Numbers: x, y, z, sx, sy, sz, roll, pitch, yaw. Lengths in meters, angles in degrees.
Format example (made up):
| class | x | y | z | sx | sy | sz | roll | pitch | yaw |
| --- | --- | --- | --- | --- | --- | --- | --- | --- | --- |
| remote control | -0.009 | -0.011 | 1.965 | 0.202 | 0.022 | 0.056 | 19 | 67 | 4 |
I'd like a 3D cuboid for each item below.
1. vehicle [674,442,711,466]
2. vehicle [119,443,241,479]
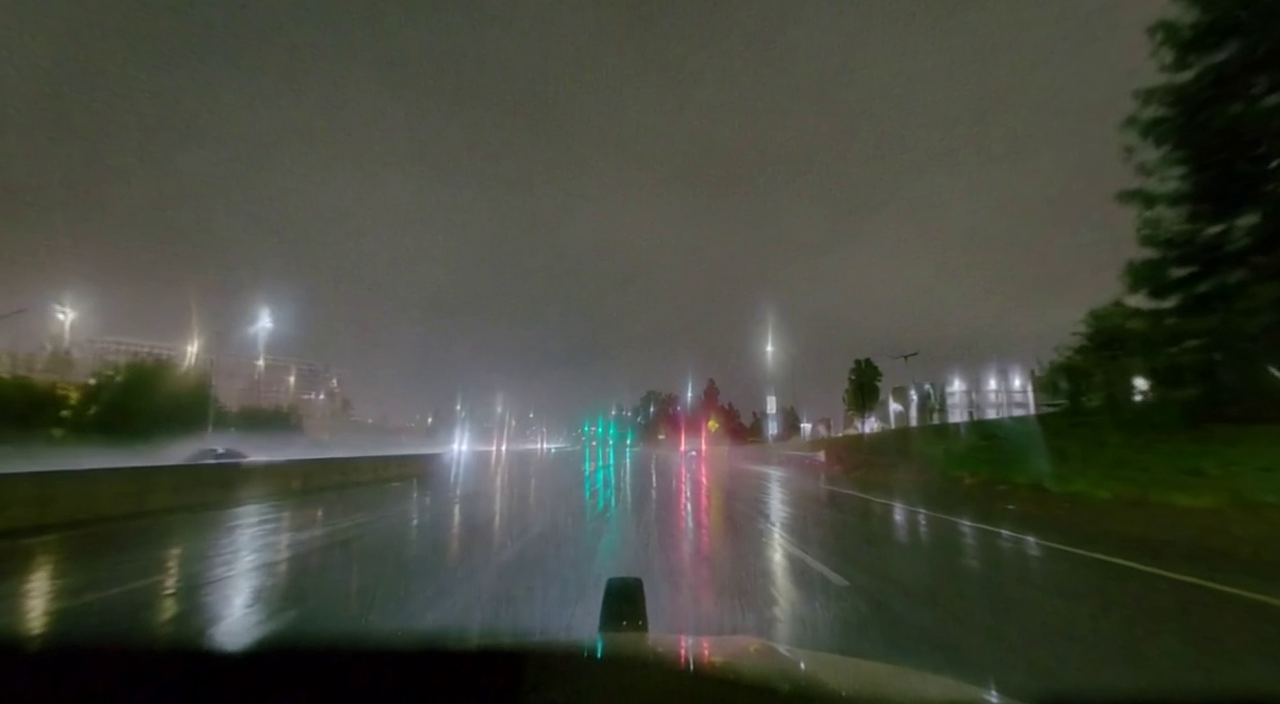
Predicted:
| class | x | y | z | sx | sy | sz | roll | pitch | yaw |
| --- | --- | --- | --- | --- | --- | --- | --- | --- | --- |
| vehicle | 3.358 | 6.593 | 41.063 | 1.926 | 1.477 | 4.025 | 0 | -8 | -2 |
| vehicle | -20.308 | 4.807 | 28.139 | 1.950 | 1.474 | 4.549 | 0 | -8 | 0 |
